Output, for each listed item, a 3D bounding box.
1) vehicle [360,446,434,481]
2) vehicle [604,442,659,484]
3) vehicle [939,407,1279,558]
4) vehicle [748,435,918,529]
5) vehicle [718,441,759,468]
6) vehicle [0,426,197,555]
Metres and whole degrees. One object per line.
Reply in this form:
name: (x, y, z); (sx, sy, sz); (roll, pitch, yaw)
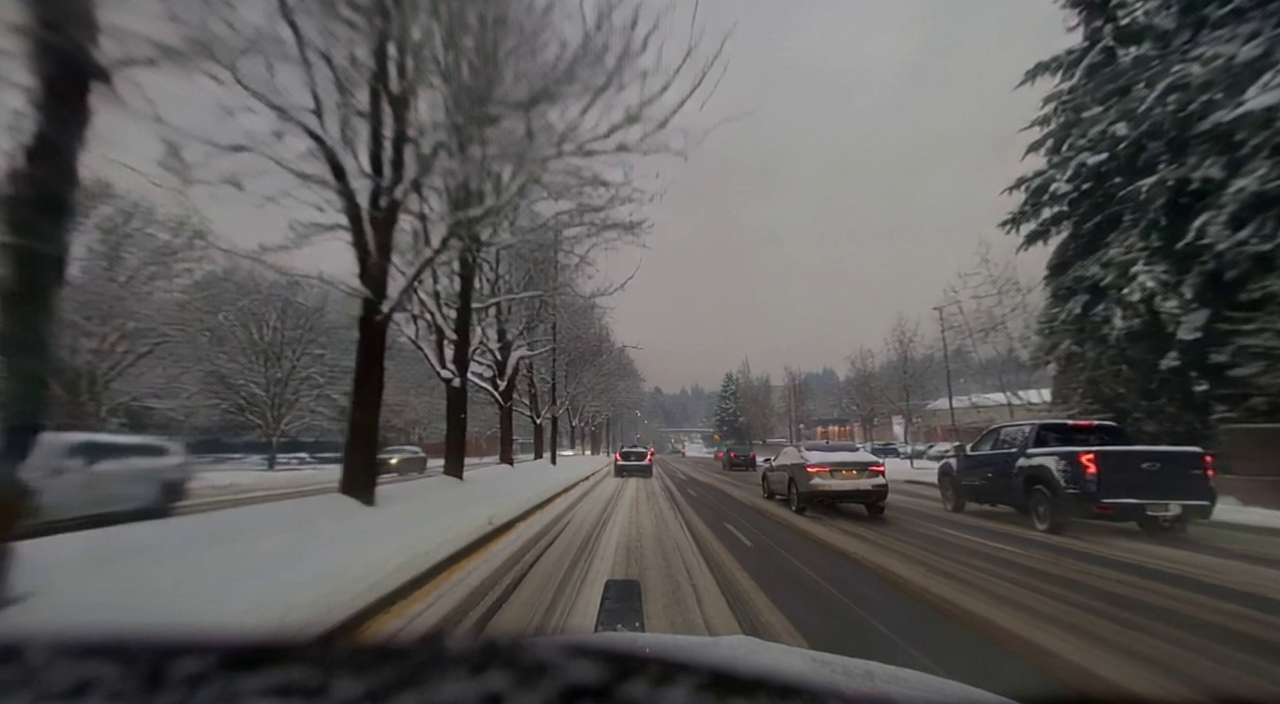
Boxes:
vehicle: (-12.524, 5.745, 32.948); (1.973, 1.674, 4.492); (0, -9, 1)
vehicle: (-0.309, 4.314, 24.784); (1.994, 1.479, 3.647); (0, -9, 0)
vehicle: (6.973, 1.927, 10.008); (2.134, 1.810, 4.590); (0, -9, -1)
vehicle: (3.436, 2.391, 12.212); (1.858, 1.466, 4.230); (0, -9, -1)
vehicle: (7.060, 7.404, 45.723); (2.068, 1.779, 4.567); (0, -9, -1)
vehicle: (-9.547, 2.081, 9.919); (1.950, 1.717, 4.299); (0, -9, 2)
